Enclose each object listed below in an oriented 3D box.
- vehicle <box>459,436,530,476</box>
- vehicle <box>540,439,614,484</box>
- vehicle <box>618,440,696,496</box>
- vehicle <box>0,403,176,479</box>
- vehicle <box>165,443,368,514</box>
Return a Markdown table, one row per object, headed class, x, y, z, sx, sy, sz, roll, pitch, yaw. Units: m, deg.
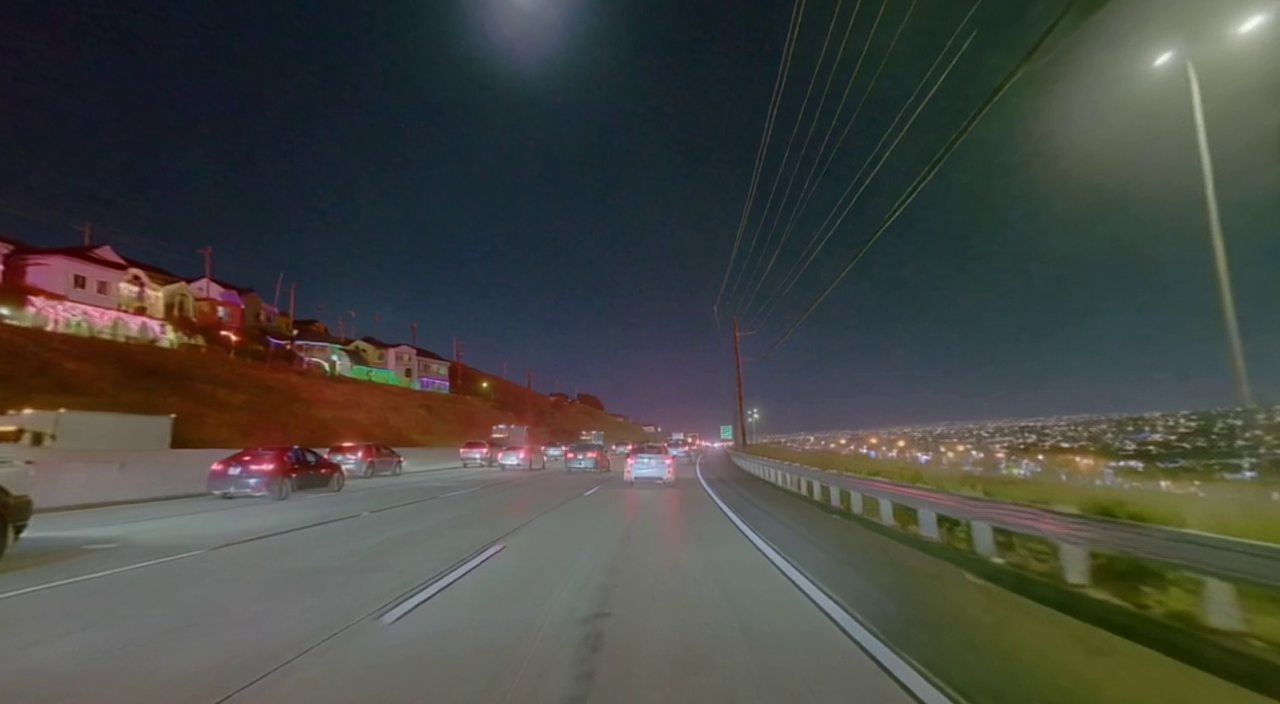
| class | x | y | z | sx | sy | sz | roll | pitch | yaw |
| --- | --- | --- | --- | --- | --- | --- | --- | --- | --- |
| vehicle | -7.257 | 5.241 | 32.003 | 2.080 | 1.833 | 4.461 | -1 | -8 | 7 |
| vehicle | -2.427 | 4.377 | 25.590 | 2.121 | 1.639 | 4.383 | -1 | -8 | 6 |
| vehicle | 0.609 | 3.412 | 19.017 | 2.109 | 1.495 | 3.935 | -1 | -8 | 4 |
| vehicle | -28.522 | 4.485 | 31.675 | 2.962 | 3.232 | 9.077 | -1 | -8 | 4 |
| vehicle | -8.820 | 2.972 | 15.476 | 1.959 | 1.469 | 4.450 | -1 | -8 | 5 |
